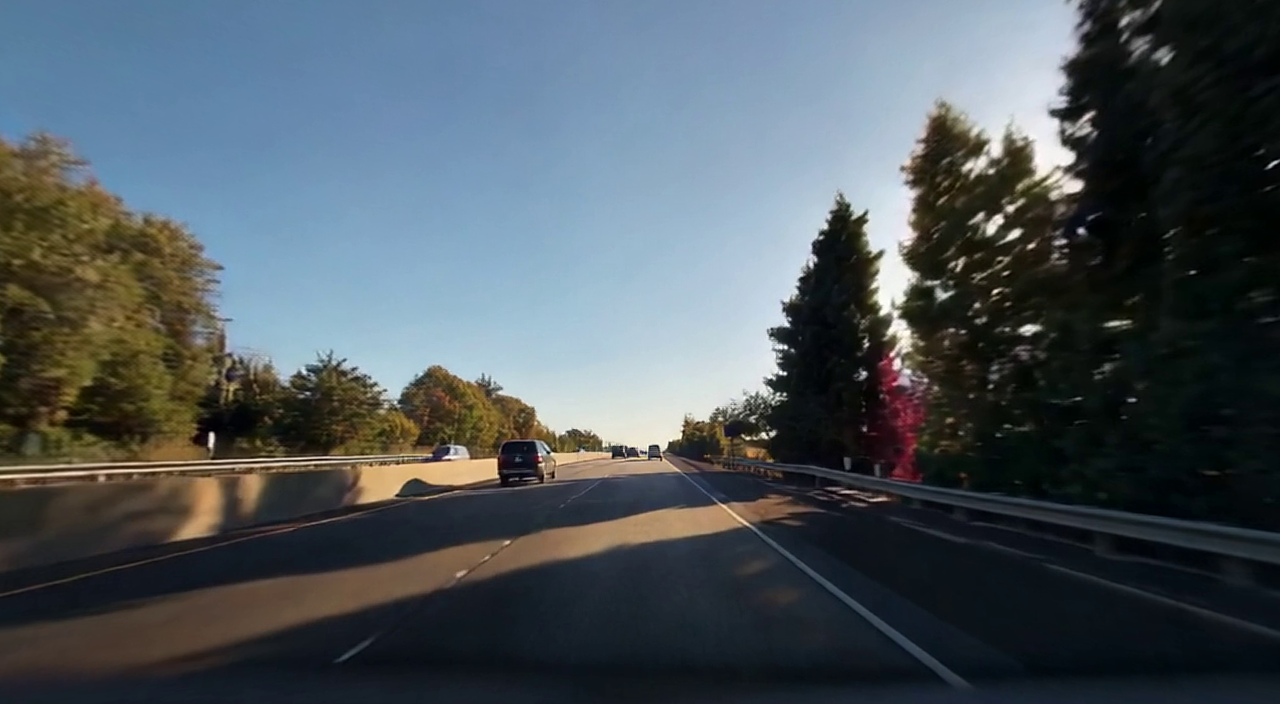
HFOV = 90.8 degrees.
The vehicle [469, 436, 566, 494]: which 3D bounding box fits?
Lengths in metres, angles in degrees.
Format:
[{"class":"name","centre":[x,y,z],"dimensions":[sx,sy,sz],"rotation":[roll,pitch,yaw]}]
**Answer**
[{"class":"vehicle","centre":[-3.890,3.684,20.901],"dimensions":[2.188,1.692,4.623],"rotation":[0,-9,1]}]
